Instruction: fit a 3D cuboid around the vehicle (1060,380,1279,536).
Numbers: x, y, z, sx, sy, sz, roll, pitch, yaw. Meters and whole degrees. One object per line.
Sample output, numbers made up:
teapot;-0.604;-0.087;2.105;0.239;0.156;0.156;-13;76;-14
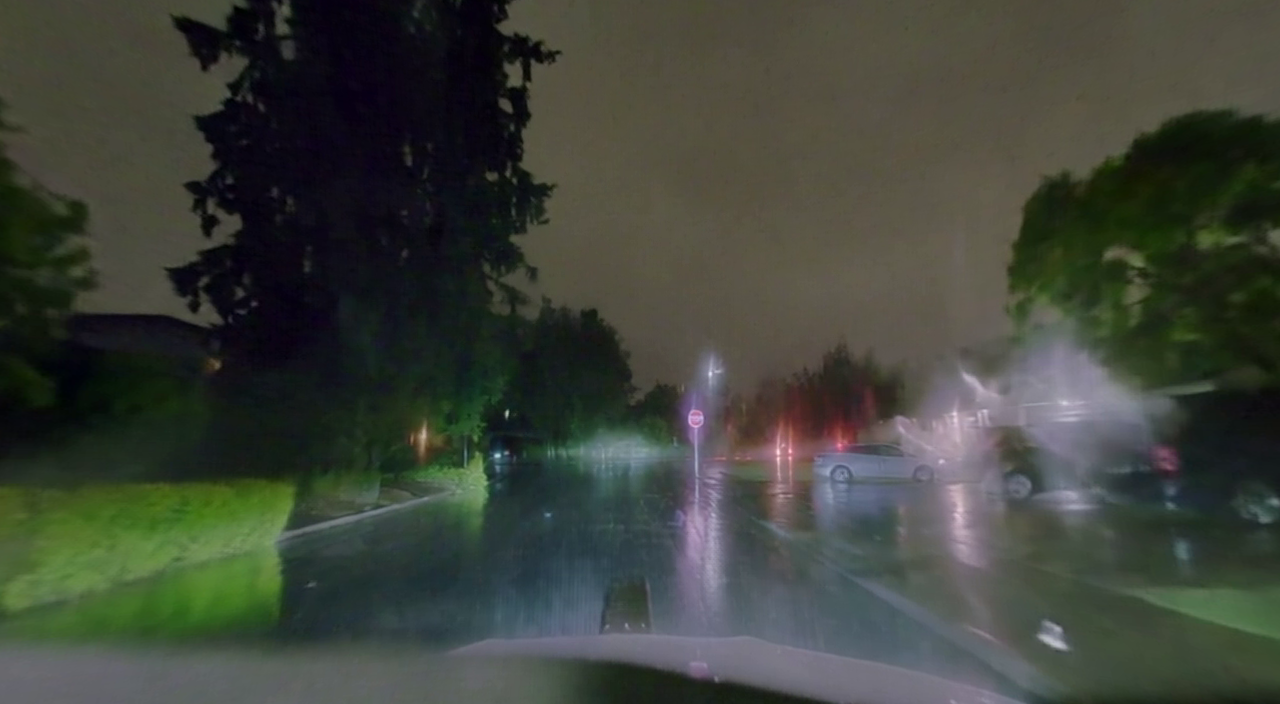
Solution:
vehicle;9.431;1.469;9.029;5.239;1.933;2.131;0;-8;-1

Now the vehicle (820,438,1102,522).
vehicle;5.767;2.335;11.760;4.229;1.402;1.811;0;-8;1
